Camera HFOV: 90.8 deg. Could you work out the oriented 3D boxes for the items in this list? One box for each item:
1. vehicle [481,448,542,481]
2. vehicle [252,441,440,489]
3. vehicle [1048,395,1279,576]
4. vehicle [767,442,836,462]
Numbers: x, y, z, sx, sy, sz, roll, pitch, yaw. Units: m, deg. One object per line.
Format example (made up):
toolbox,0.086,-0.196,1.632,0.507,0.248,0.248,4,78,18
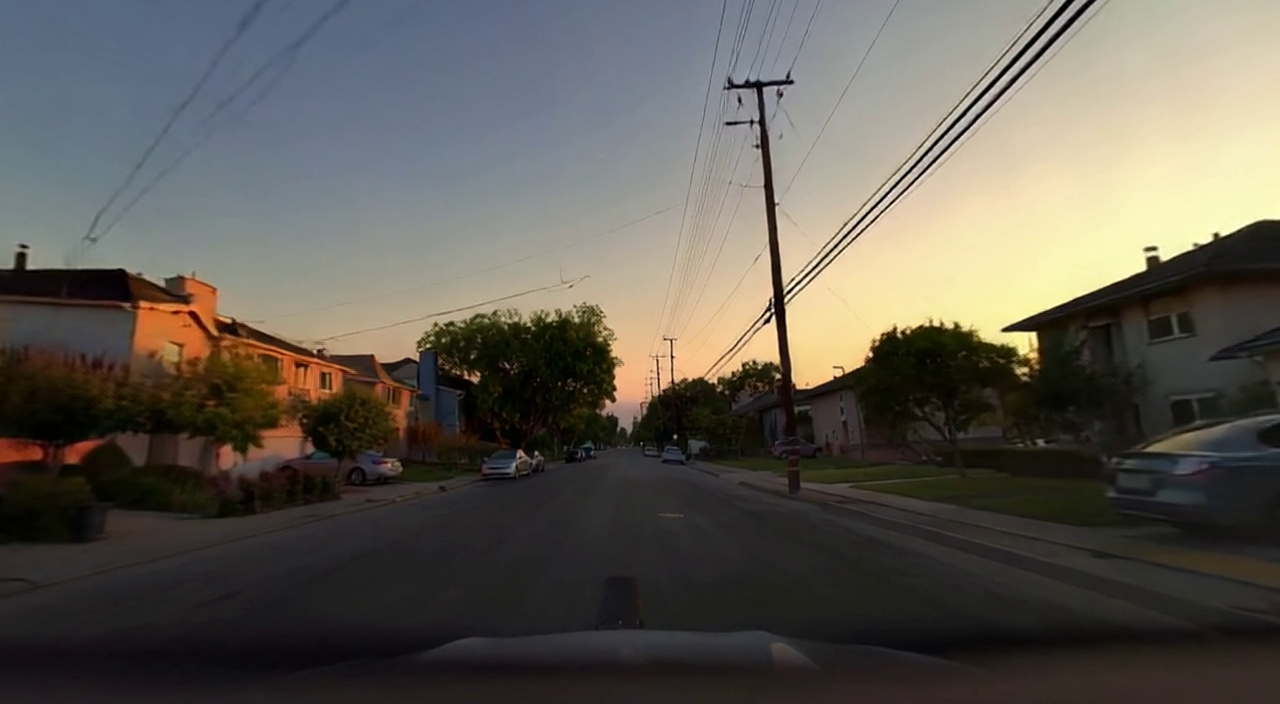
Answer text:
vehicle,-6.554,5.785,32.855,2.208,1.491,5.089,0,-8,-1
vehicle,-12.179,4.732,26.691,6.619,1.759,2.632,-1,-9,-2
vehicle,9.060,1.529,8.112,5.890,1.896,2.459,-2,-8,-1
vehicle,12.108,7.522,47.540,4.605,1.492,1.898,0,-9,-1
